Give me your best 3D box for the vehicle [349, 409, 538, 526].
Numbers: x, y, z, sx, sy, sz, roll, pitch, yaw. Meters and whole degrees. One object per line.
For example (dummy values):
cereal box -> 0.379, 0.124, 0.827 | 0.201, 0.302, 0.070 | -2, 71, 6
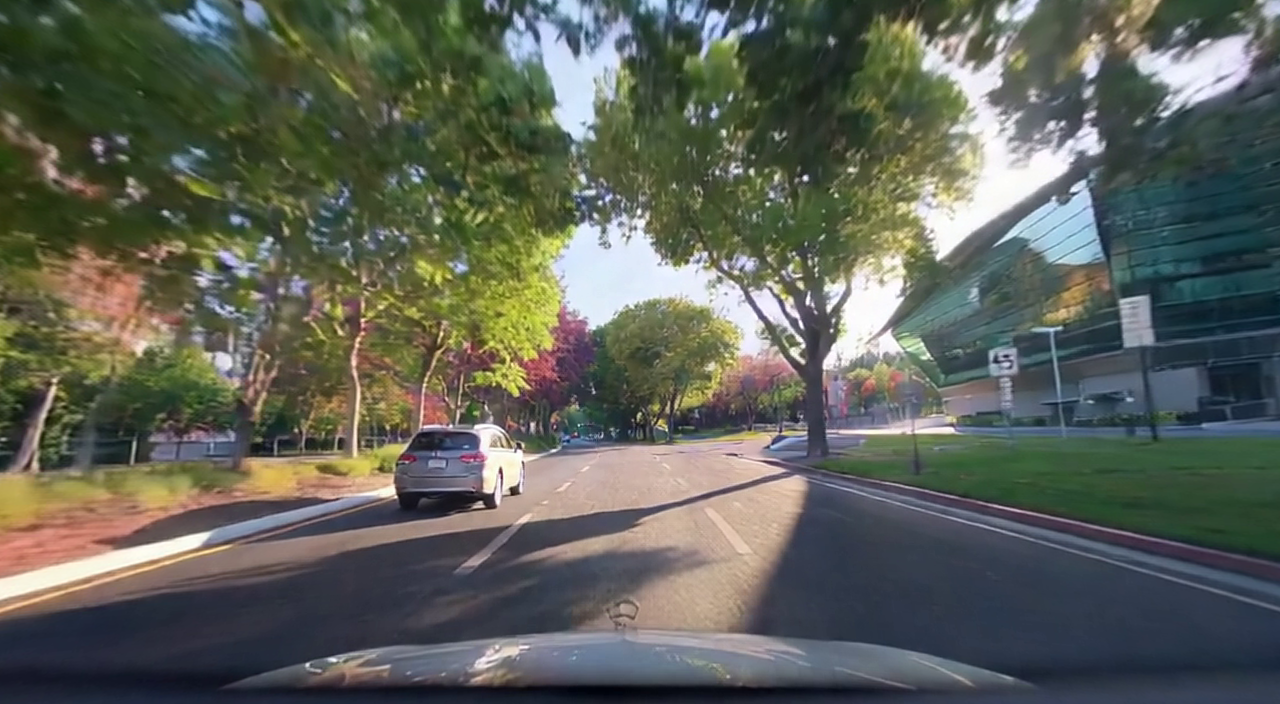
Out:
vehicle -> -3.276, 1.999, 11.675 | 2.067, 1.700, 4.561 | 0, -7, -1
